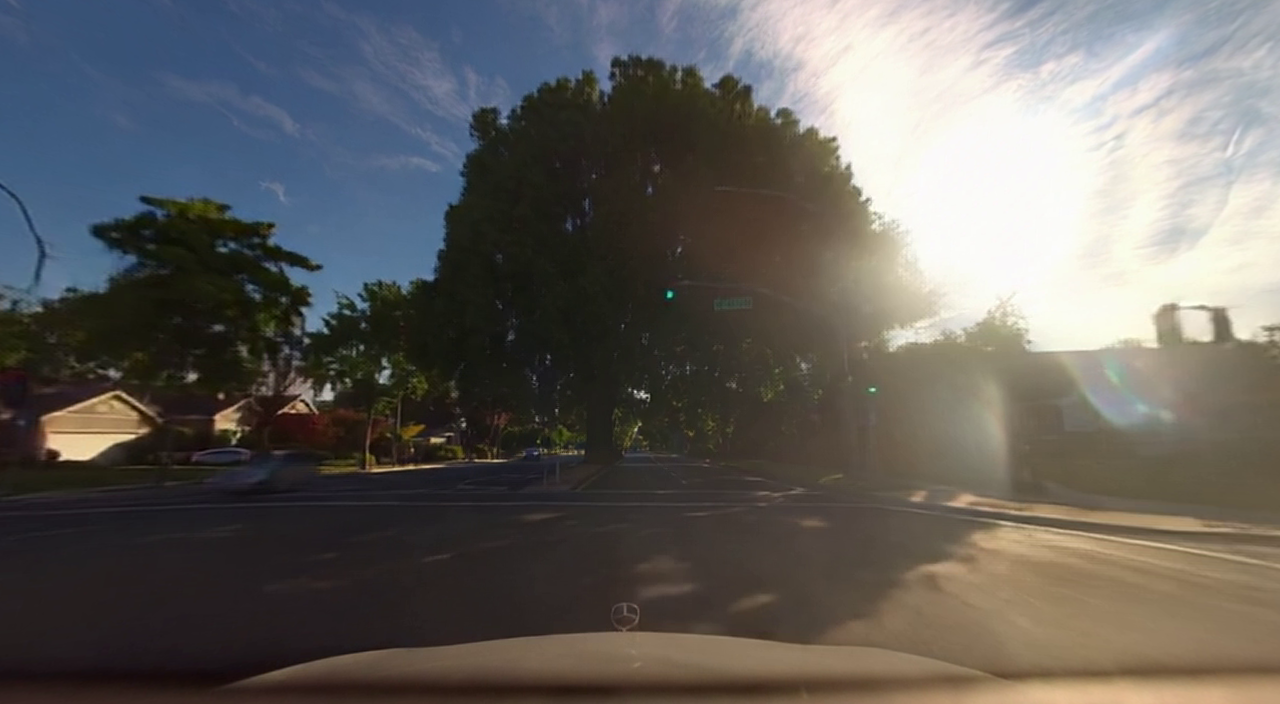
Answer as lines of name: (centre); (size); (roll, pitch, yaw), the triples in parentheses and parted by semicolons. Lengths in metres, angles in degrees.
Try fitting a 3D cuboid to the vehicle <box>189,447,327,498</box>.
vehicle: (-12.550, 3.953, 21.139); (1.932, 1.500, 4.260); (0, -8, 0)
